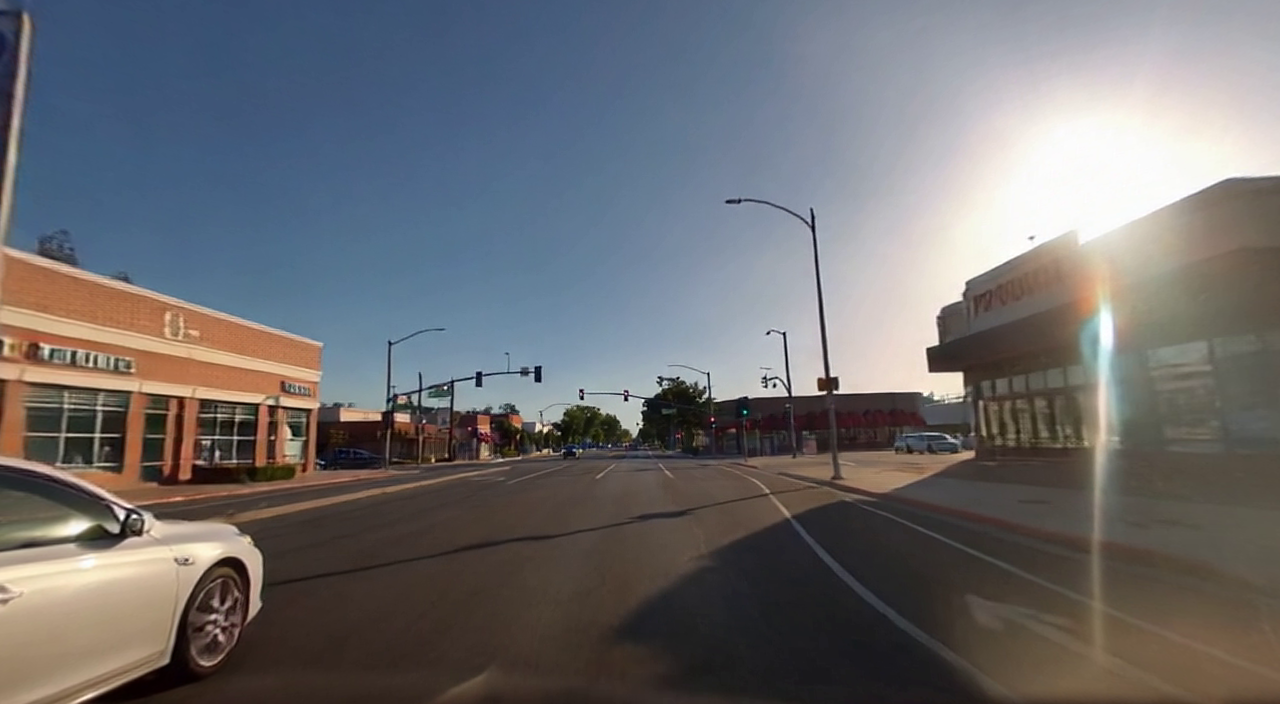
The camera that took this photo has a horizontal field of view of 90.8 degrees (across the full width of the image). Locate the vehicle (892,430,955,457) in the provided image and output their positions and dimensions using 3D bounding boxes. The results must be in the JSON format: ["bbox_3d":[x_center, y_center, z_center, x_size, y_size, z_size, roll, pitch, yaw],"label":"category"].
[{"bbox_3d":[18.538,6.031,41.586,1.879,1.643,4.484,0,-8,-3],"label":"vehicle"}]

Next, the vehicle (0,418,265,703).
[{"bbox_3d":[-2.976,0.798,1.064,1.874,1.424,4.553,-1,-8,0],"label":"vehicle"}]
